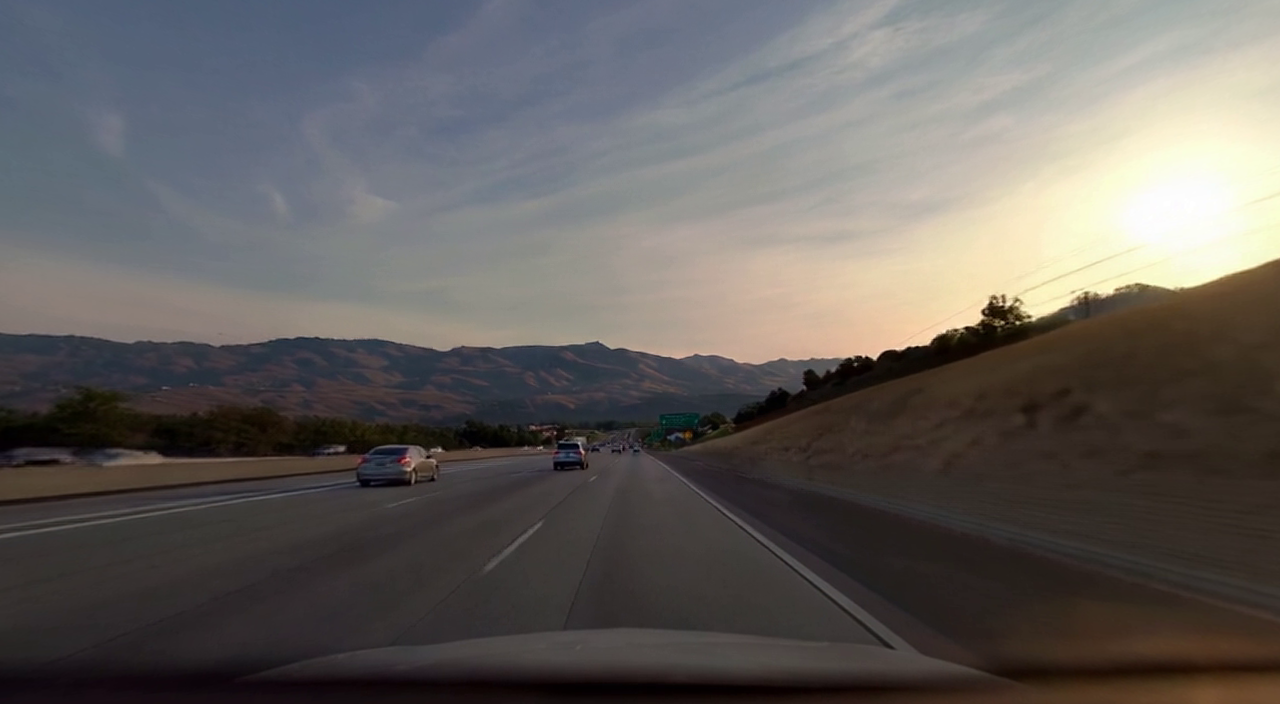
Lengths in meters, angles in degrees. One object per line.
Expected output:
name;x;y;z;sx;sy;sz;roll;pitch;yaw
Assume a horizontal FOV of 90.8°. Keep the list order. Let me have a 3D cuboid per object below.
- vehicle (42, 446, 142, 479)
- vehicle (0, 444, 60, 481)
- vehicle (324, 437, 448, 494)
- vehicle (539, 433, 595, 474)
vehicle;-35.211;7.067;40.796;2.013;1.872;4.977;0;-8;-1
vehicle;-40.526;7.027;40.225;2.367;2.293;5.123;-1;-8;-1
vehicle;-7.545;3.395;19.326;1.930;1.508;4.567;0;-8;0
vehicle;-3.295;4.684;29.335;2.029;1.753;4.718;0;-8;0
